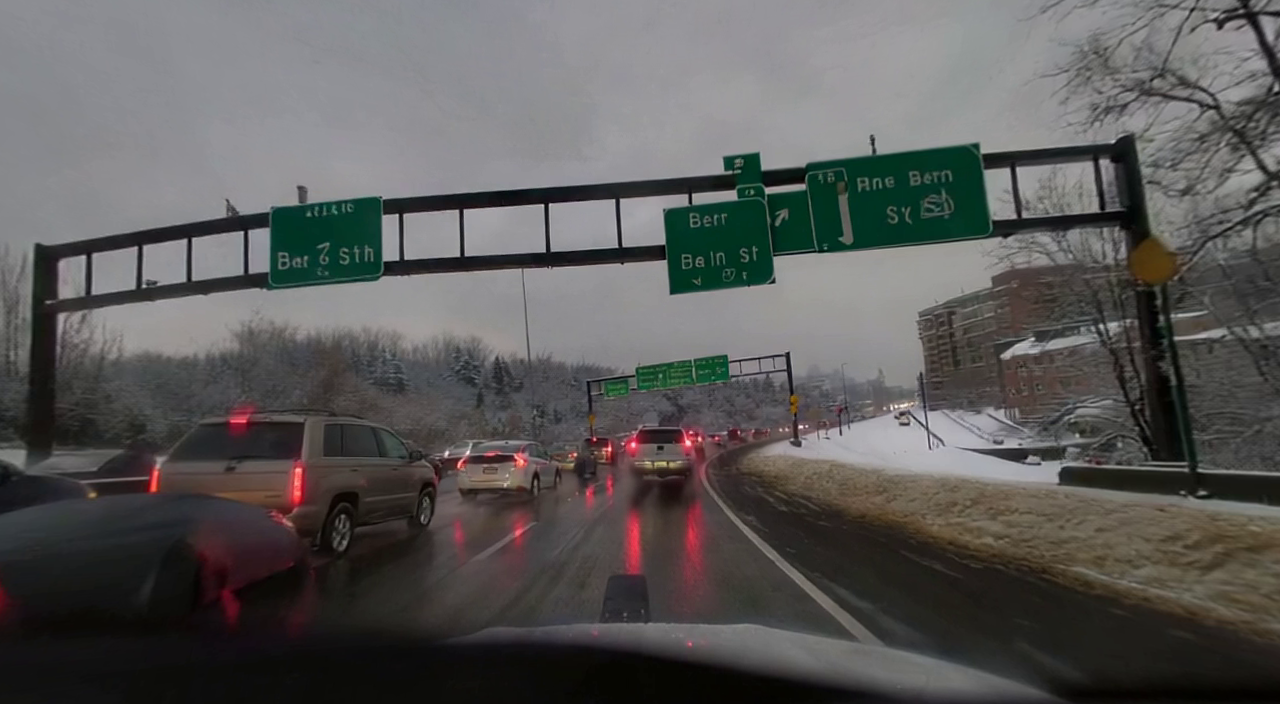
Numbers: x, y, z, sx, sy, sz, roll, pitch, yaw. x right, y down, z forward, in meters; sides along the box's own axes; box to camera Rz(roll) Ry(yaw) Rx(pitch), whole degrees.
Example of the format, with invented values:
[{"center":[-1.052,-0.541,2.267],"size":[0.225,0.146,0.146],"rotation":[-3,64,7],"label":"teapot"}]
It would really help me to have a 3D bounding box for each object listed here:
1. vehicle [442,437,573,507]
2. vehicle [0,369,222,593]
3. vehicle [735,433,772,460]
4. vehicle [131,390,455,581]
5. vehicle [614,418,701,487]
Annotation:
[{"center":[-3.123,2.955,16.104],"size":[1.998,1.494,5.020],"rotation":[0,-9,3],"label":"vehicle"},{"center":[-7.474,1.272,6.248],"size":[2.476,2.156,5.931],"rotation":[0,-9,1],"label":"vehicle"},{"center":[7.891,6.547,43.796],"size":[2.329,1.760,4.525],"rotation":[-1,-9,10],"label":"vehicle"},{"center":[-4.042,1.623,8.355],"size":[1.850,1.862,4.150],"rotation":[0,-9,1],"label":"vehicle"},{"center":[0.693,3.484,22.039],"size":[2.616,2.063,5.933],"rotation":[0,-9,3],"label":"vehicle"}]
